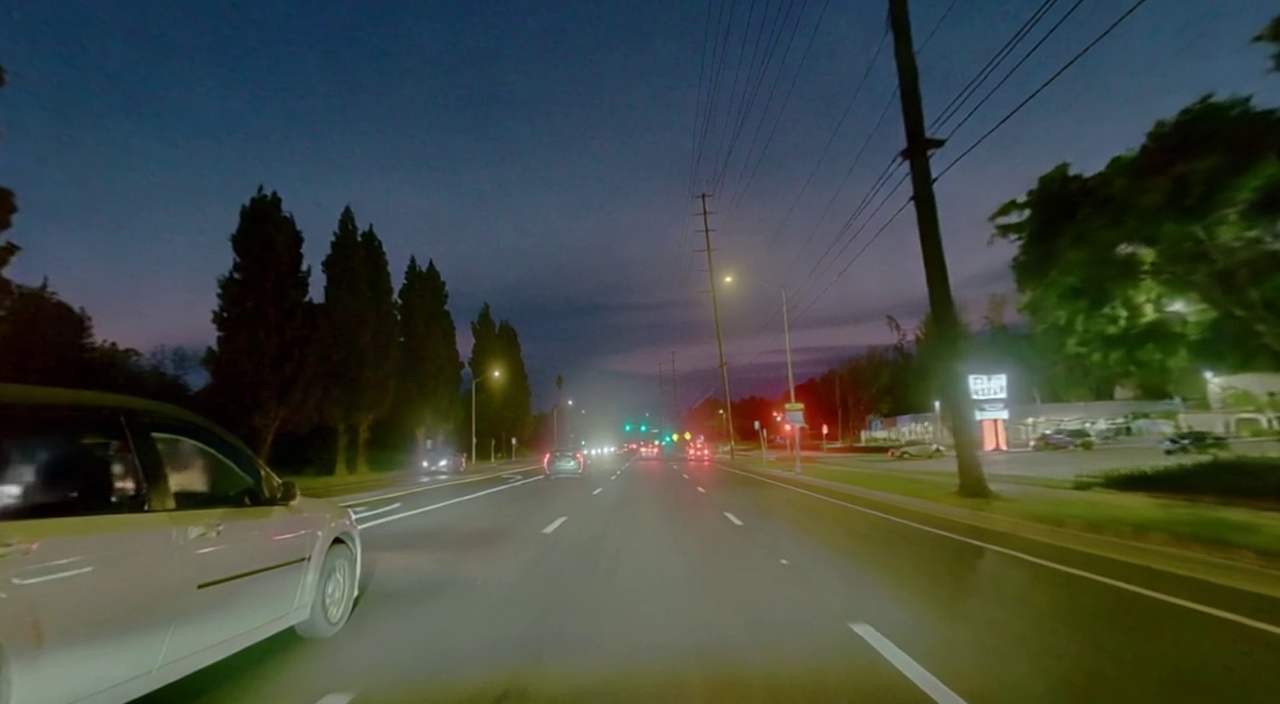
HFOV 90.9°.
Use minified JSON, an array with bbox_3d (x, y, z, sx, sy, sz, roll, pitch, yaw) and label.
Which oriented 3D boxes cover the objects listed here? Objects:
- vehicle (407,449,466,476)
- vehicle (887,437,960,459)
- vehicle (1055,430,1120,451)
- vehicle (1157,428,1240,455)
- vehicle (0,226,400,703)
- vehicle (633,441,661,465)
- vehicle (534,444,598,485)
[{"bbox_3d":[-12.464,6.766,38.868,2.089,1.489,4.426,0,-9,1],"label":"vehicle"},{"bbox_3d":[21.092,7.168,47.054,4.392,1.535,2.131,0,-9,0],"label":"vehicle"},{"bbox_3d":[34.375,6.829,48.396,4.632,1.533,2.015,4,-10,-27],"label":"vehicle"},{"bbox_3d":[34.082,5.488,38.449,4.290,1.547,1.899,3,-9,-21],"label":"vehicle"},{"bbox_3d":[-3.090,0.642,2.012,2.381,1.961,5.563,0,-9,1],"label":"vehicle"},{"bbox_3d":[0.547,7.905,49.339,2.155,1.781,3.977,0,-9,0],"label":"vehicle"},{"bbox_3d":[-2.778,4.346,24.696,1.982,1.451,4.152,0,-9,0],"label":"vehicle"}]
